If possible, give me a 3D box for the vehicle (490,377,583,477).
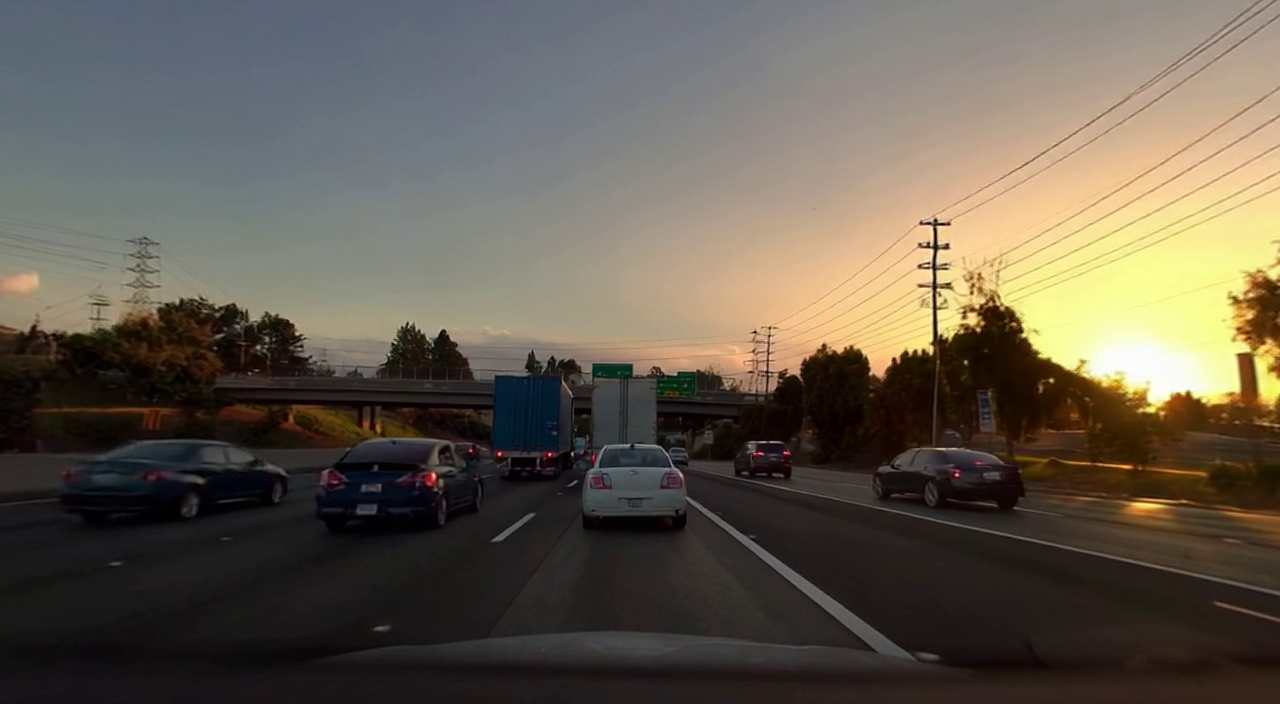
[{"bbox_3d":[-5.282,4.610,36.276,3.150,4.298,17.928,0,-9,-3],"label":"vehicle"}]

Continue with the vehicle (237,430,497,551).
[{"bbox_3d":[-3.911,2.078,10.267,2.090,1.463,4.968,0,-9,-1],"label":"vehicle"}]

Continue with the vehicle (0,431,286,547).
[{"bbox_3d":[-8.156,2.106,10.428,2.008,1.454,4.693,0,-9,-2],"label":"vehicle"}]

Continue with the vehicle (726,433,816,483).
[{"bbox_3d":[4.731,3.897,23.458,2.023,1.676,4.002,1,-9,-7],"label":"vehicle"}]

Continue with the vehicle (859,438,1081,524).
[{"bbox_3d":[6.264,2.471,12.668,1.878,1.406,4.164,1,-9,-6],"label":"vehicle"}]

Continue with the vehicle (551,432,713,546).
[{"bbox_3d":[-0.201,2.099,10.312,2.112,1.463,4.012,0,-9,-3],"label":"vehicle"}]
